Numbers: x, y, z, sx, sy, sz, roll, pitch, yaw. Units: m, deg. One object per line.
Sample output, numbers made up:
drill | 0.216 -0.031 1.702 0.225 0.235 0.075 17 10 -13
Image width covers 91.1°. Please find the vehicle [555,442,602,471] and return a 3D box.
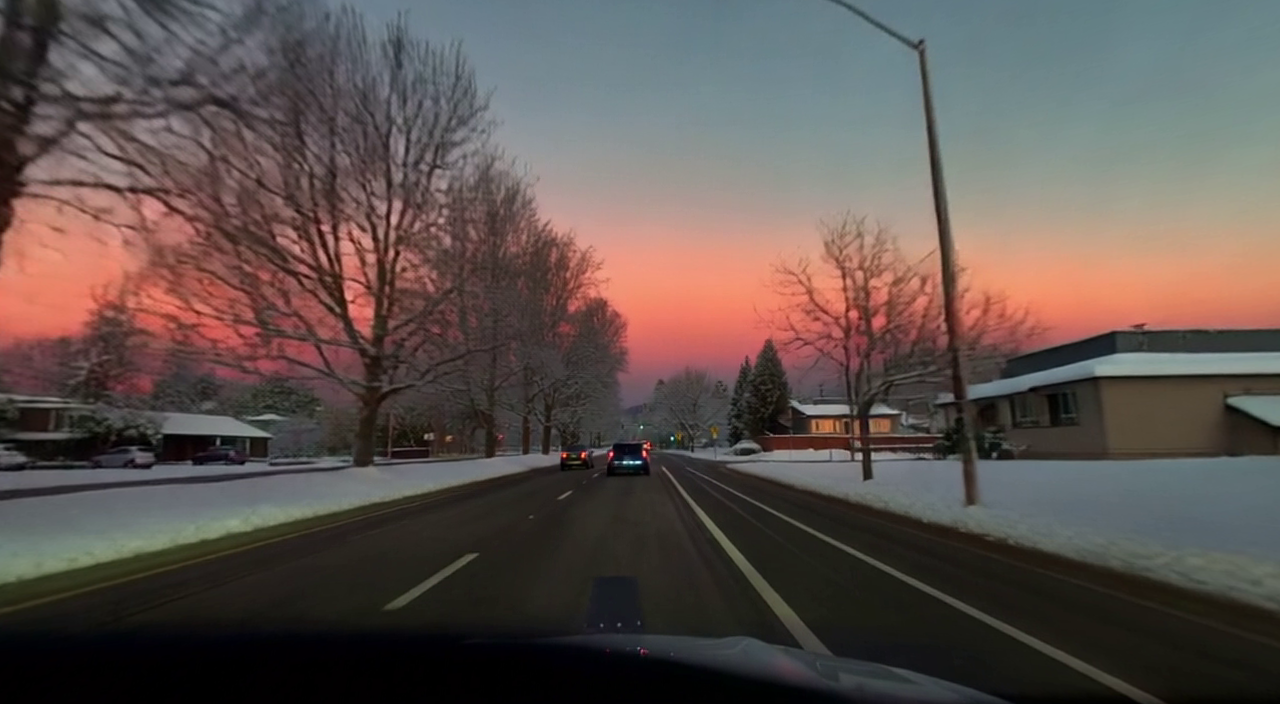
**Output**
vehicle | -3.266 5.671 34.338 2.032 1.433 4.458 0 -8 1

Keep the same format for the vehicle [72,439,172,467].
vehicle | -33.024 6.471 40.127 4.564 1.717 1.977 0 -9 -1

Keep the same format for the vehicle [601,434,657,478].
vehicle | -0.412 4.441 26.991 2.220 1.742 4.047 0 -8 0
